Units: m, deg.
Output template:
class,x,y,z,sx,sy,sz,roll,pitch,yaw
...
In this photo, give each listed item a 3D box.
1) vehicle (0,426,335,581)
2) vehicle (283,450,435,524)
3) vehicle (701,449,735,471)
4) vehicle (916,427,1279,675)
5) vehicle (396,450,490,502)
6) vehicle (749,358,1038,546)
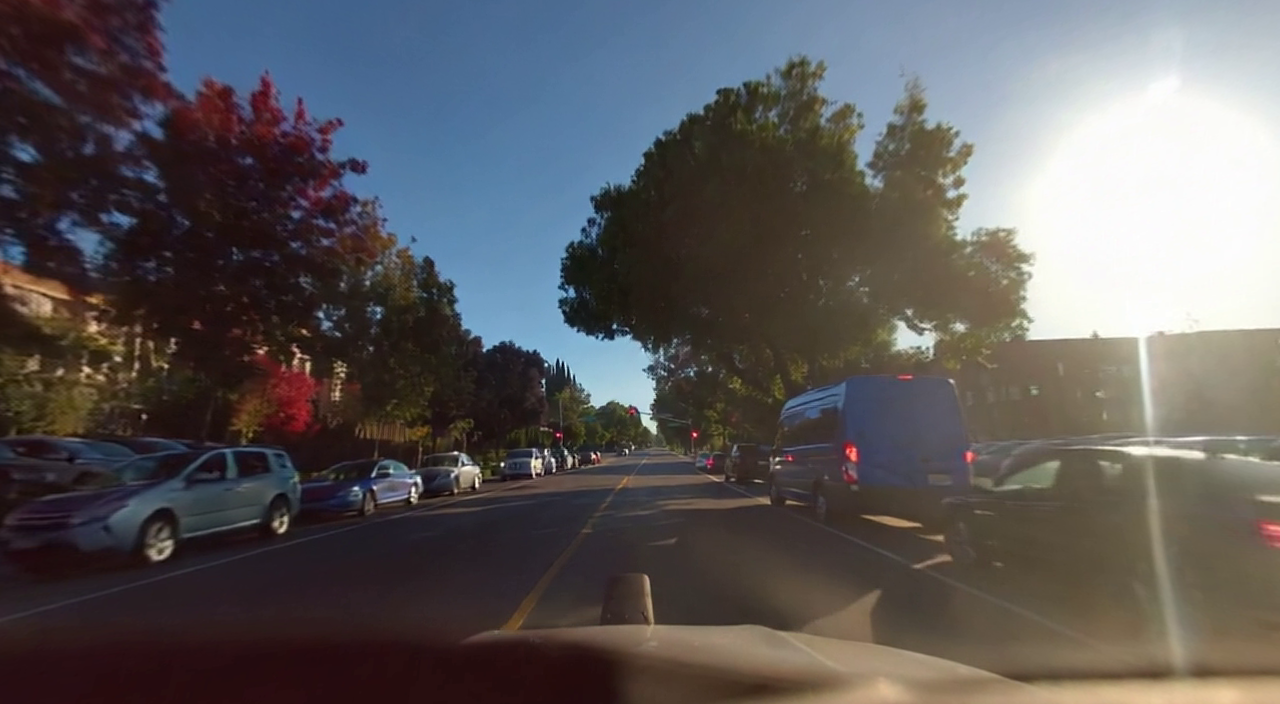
class,x,y,z,sx,sy,sz,roll,pitch,yaw
vehicle,-6.988,2.108,9.702,1.984,1.745,4.866,-1,-9,2
vehicle,-6.793,3.259,15.845,1.718,1.435,4.370,-3,-8,2
vehicle,5.313,7.386,43.321,1.849,1.415,4.181,-1,-9,1
vehicle,4.452,1.537,6.029,1.764,1.494,4.248,-1,-9,1
vehicle,-6.576,4.141,21.512,1.832,1.439,4.337,-2,-8,0
vehicle,4.524,2.074,13.259,3.089,2.882,6.770,-1,-9,-1
